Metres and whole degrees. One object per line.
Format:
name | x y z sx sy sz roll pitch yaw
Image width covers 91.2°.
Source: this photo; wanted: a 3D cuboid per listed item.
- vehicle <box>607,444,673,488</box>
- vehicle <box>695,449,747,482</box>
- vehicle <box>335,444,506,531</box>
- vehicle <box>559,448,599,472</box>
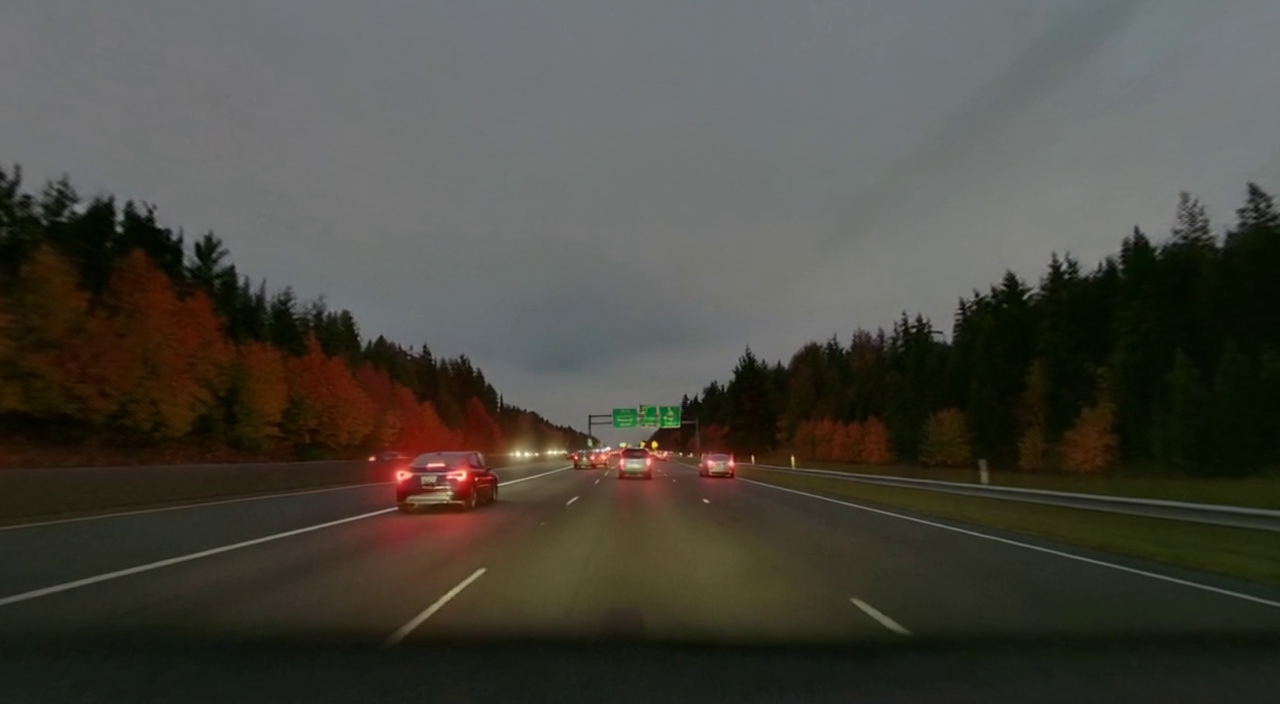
vehicle | -0.004 4.860 27.029 2.634 1.679 4.070 0 -9 0
vehicle | 4.148 5.845 32.658 2.035 1.571 4.413 0 -9 -1
vehicle | -4.229 2.662 12.909 2.017 1.469 4.113 0 -9 0
vehicle | -4.478 7.995 46.654 2.545 1.679 4.267 0 -9 0
